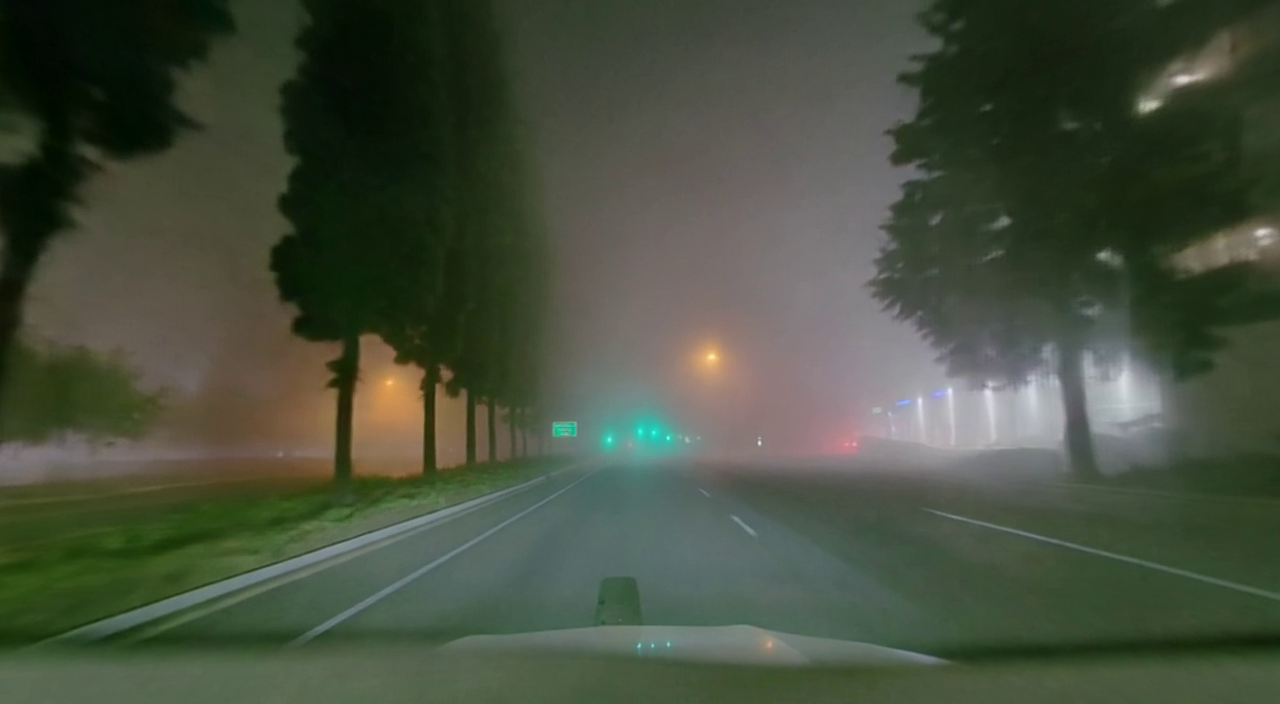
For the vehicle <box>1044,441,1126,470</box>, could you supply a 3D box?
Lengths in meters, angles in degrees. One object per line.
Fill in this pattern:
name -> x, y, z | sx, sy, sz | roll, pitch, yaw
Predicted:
vehicle -> 24.630, 5.763, 35.126 | 1.579, 1.419, 3.726 | -2, -10, -4
